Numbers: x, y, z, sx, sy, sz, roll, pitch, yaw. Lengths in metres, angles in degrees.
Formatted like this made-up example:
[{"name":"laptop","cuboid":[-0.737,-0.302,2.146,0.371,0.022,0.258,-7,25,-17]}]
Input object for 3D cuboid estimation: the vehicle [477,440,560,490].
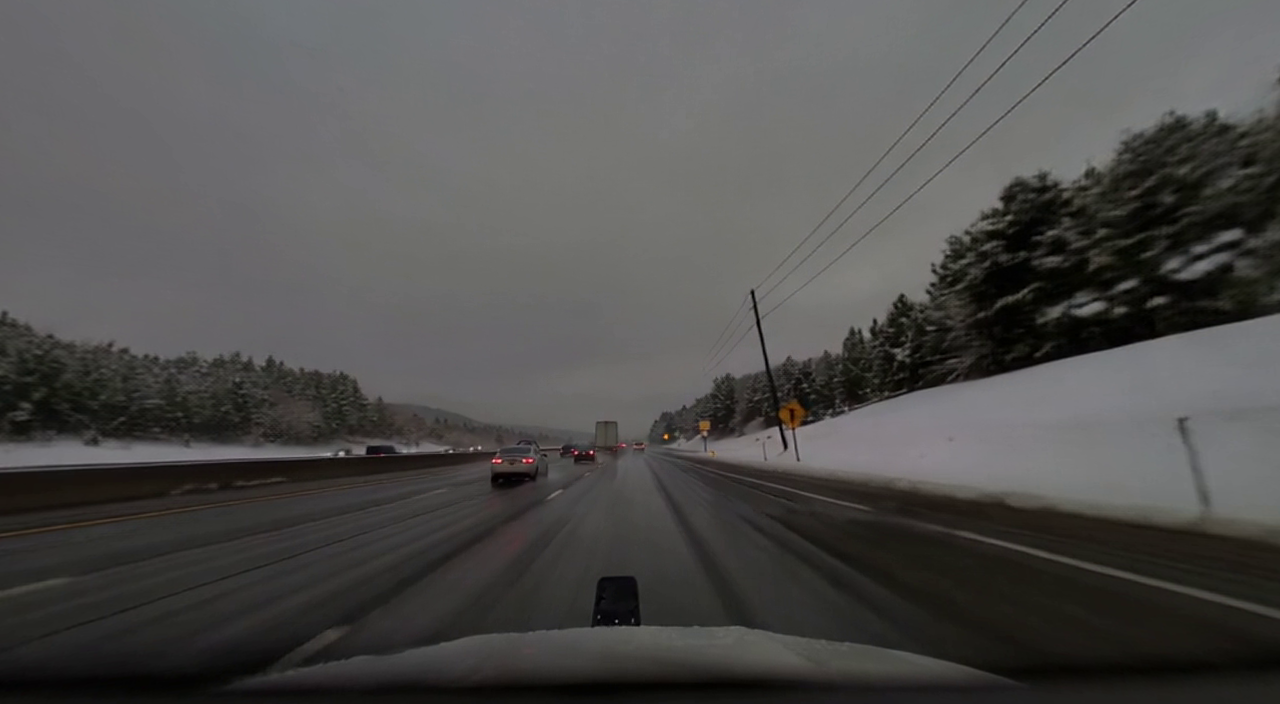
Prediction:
[{"name":"vehicle","cuboid":[-4.053,3.854,21.879,1.963,1.533,4.477,0,-9,0]}]
